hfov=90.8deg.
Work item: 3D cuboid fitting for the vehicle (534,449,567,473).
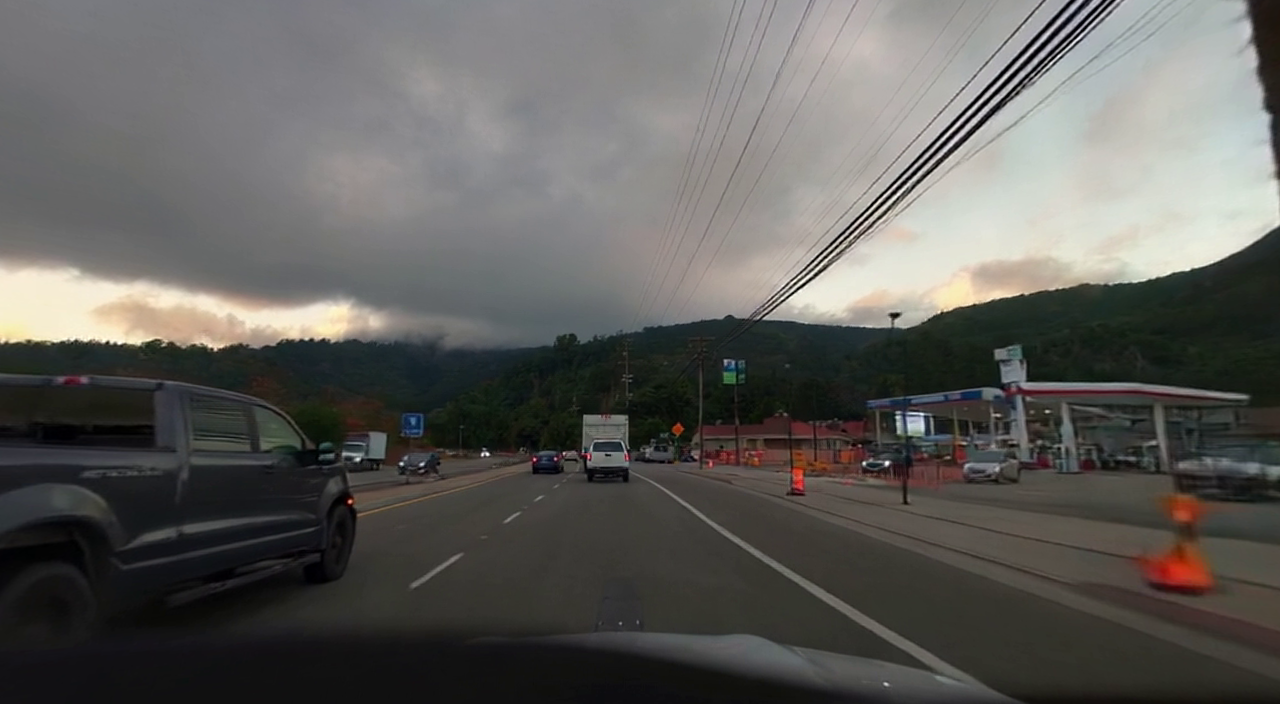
[{"bbox_3d":[-6.027,7.370,43.026,1.972,1.496,4.150,1,-9,-5],"label":"vehicle"}]

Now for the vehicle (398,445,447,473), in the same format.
[{"bbox_3d":[-15.514,7.667,45.417,2.094,1.872,5.085,1,-9,-5],"label":"vehicle"}]

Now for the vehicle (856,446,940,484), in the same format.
[{"bbox_3d":[14.230,6.111,34.689,5.331,1.917,2.166,8,-12,-42],"label":"vehicle"}]

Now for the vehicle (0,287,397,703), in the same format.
[{"bbox_3d":[-3.953,0.991,4.385,2.345,2.012,5.693,0,-9,-1],"label":"vehicle"}]

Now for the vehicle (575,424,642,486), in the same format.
[{"bbox_3d":[-1.311,4.254,26.264,2.486,2.280,5.291,0,-9,-3],"label":"vehicle"}]

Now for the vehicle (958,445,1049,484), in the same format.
[{"bbox_3d":[19.010,5.813,32.938,5.424,1.844,2.255,7,-11,-40],"label":"vehicle"}]
